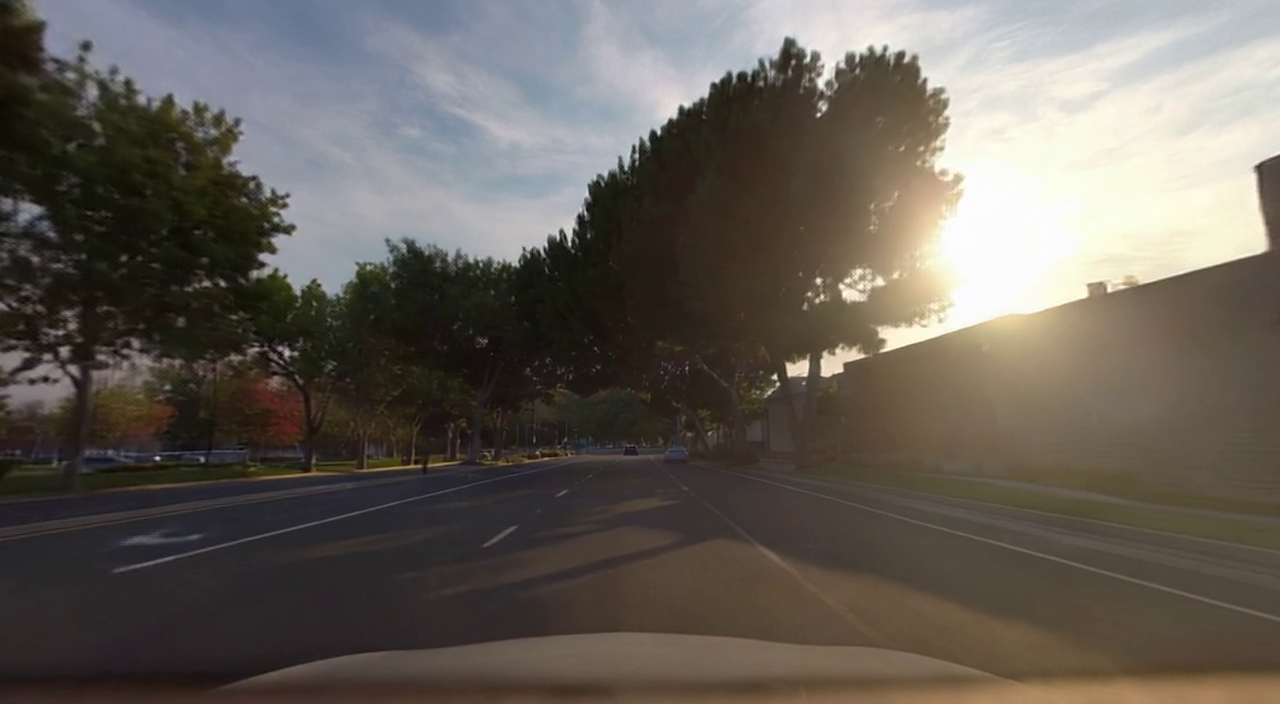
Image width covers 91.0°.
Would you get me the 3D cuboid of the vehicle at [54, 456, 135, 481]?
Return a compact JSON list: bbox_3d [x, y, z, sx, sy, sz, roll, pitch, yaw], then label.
[{"bbox_3d":[-32.843,7.014,37.945,3.282,1.336,1.542,-1,-9,-4],"label":"vehicle"}]
